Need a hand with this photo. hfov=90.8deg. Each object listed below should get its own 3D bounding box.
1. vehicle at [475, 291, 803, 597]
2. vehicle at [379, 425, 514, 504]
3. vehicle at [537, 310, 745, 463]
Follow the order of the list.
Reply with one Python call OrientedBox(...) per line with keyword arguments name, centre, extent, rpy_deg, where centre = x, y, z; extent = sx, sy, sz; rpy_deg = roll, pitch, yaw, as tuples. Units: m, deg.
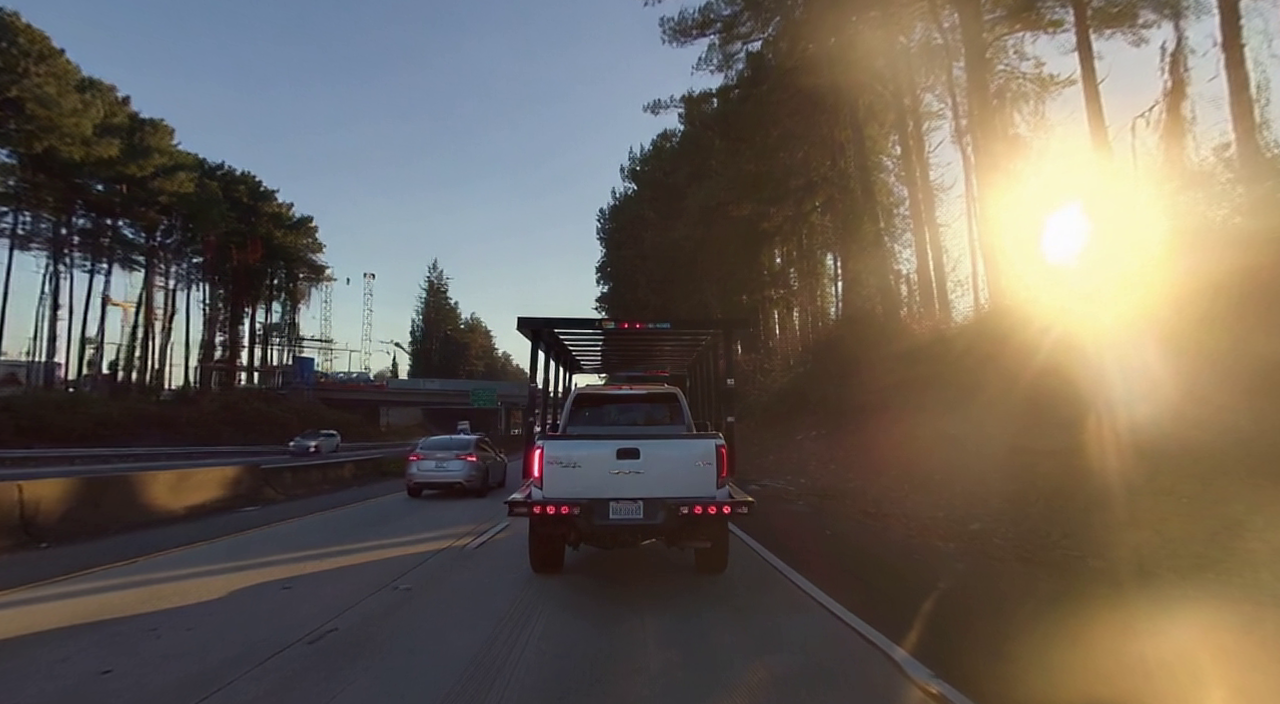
OrientedBox(name="vehicle", centre=(-0.182, 1.523, 10.610), extent=(2.735, 2.597, 10.435), rpy_deg=(0, -9, -2))
OrientedBox(name="vehicle", centre=(-4.586, 2.736, 15.826), extent=(2.057, 1.665, 4.572), rpy_deg=(0, -9, -2))
OrientedBox(name="vehicle", centre=(-0.064, 0.701, 8.970), extent=(2.156, 1.604, 4.680), rpy_deg=(0, -9, -2))
